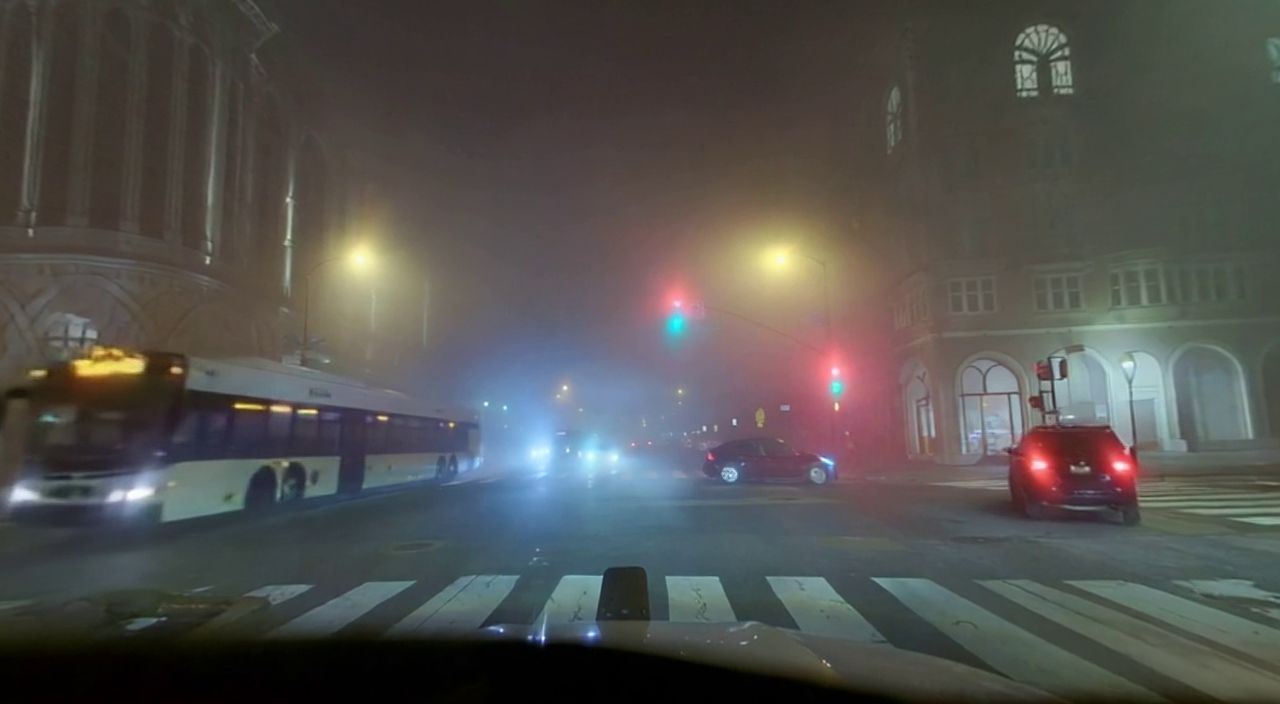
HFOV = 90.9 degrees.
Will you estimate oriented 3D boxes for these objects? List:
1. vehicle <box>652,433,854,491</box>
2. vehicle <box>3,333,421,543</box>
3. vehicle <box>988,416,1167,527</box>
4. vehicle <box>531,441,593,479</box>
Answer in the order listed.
[{"bbox_3d":[3.222,3.123,18.169,5.388,1.465,2.050,-4,-9,23],"label":"vehicle"},{"bbox_3d":[-8.769,2.131,15.485,2.916,3.427,10.189,0,-8,1],"label":"vehicle"},{"bbox_3d":[7.404,1.954,10.877,2.006,1.495,4.271,-5,-10,33],"label":"vehicle"},{"bbox_3d":[-3.139,4.446,26.287,1.904,1.402,4.759,0,-8,1],"label":"vehicle"}]
